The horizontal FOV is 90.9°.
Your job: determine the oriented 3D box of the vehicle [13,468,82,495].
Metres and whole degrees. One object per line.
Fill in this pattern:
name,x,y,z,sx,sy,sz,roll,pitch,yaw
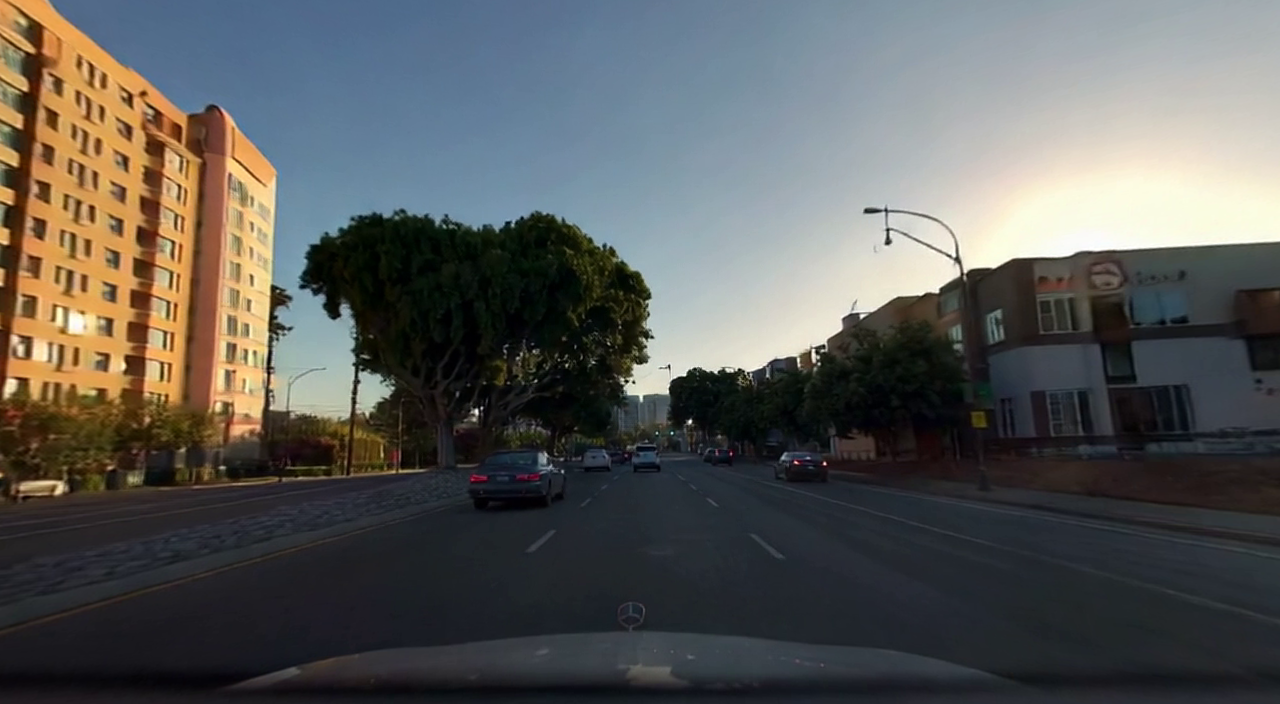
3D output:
vehicle,-39.800,8.694,42.484,1.802,1.530,4.596,4,-9,-23

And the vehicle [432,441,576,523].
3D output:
vehicle,-2.735,2.744,13.868,2.095,1.486,4.411,0,-9,1

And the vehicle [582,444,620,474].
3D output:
vehicle,-2.485,7.016,41.586,2.117,1.799,4.442,0,-9,1

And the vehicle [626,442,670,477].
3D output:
vehicle,0.448,5.916,34.926,2.304,1.795,4.526,0,-9,1

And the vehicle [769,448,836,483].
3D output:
vehicle,7.274,5.113,28.714,1.884,1.458,4.245,0,-9,0
